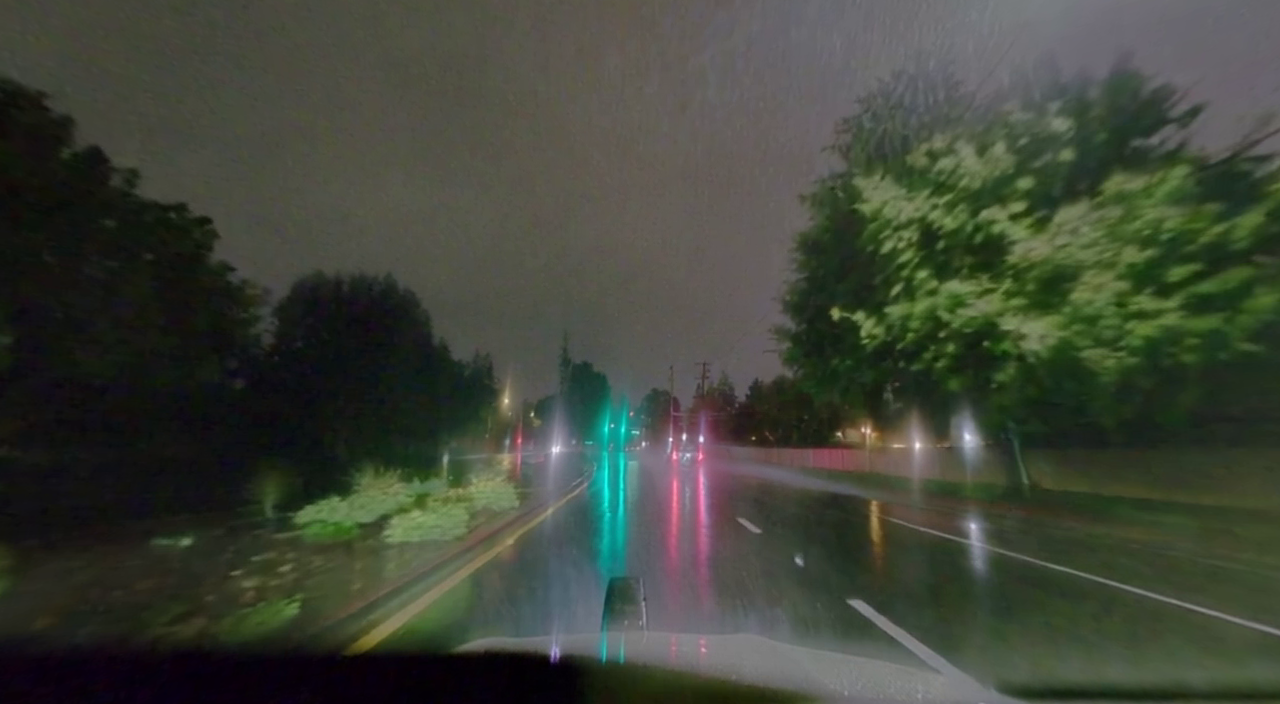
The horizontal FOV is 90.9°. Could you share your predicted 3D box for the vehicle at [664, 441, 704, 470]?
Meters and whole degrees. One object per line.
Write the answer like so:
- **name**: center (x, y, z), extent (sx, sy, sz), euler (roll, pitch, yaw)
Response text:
- **vehicle**: center (2.823, 6.738, 41.238), extent (2.240, 1.781, 4.433), euler (0, -8, -1)
